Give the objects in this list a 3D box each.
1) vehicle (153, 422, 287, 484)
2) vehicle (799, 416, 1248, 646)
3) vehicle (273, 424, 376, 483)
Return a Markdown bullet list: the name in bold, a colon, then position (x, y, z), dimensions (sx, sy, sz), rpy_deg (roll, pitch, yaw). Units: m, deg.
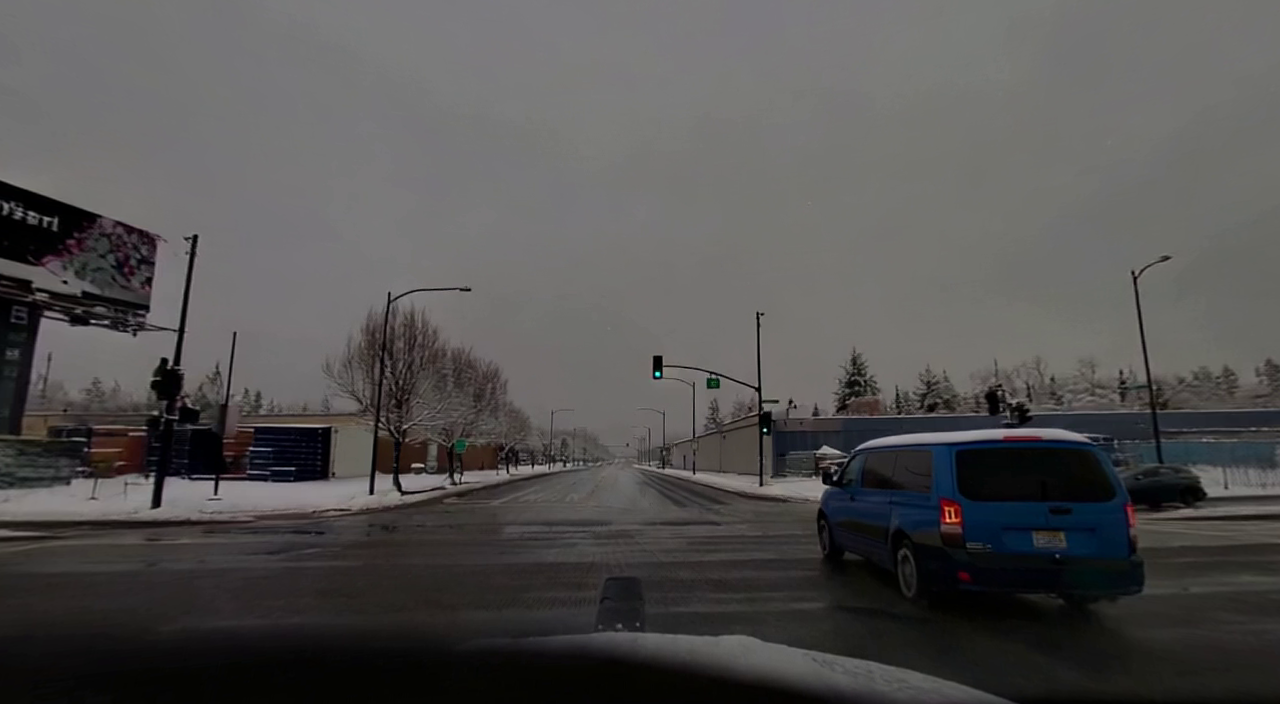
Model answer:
- **vehicle**: position (-28.203, 6.945, 43.032), dimensions (2.943, 3.741, 9.094), rpy_deg (0, -10, -1)
- **vehicle**: position (3.728, 1.817, 7.568), dimensions (2.202, 1.822, 4.826), rpy_deg (1, -9, -2)
- **vehicle**: position (-21.439, 6.916, 43.467), dimensions (3.337, 3.644, 7.945), rpy_deg (0, -8, -3)
